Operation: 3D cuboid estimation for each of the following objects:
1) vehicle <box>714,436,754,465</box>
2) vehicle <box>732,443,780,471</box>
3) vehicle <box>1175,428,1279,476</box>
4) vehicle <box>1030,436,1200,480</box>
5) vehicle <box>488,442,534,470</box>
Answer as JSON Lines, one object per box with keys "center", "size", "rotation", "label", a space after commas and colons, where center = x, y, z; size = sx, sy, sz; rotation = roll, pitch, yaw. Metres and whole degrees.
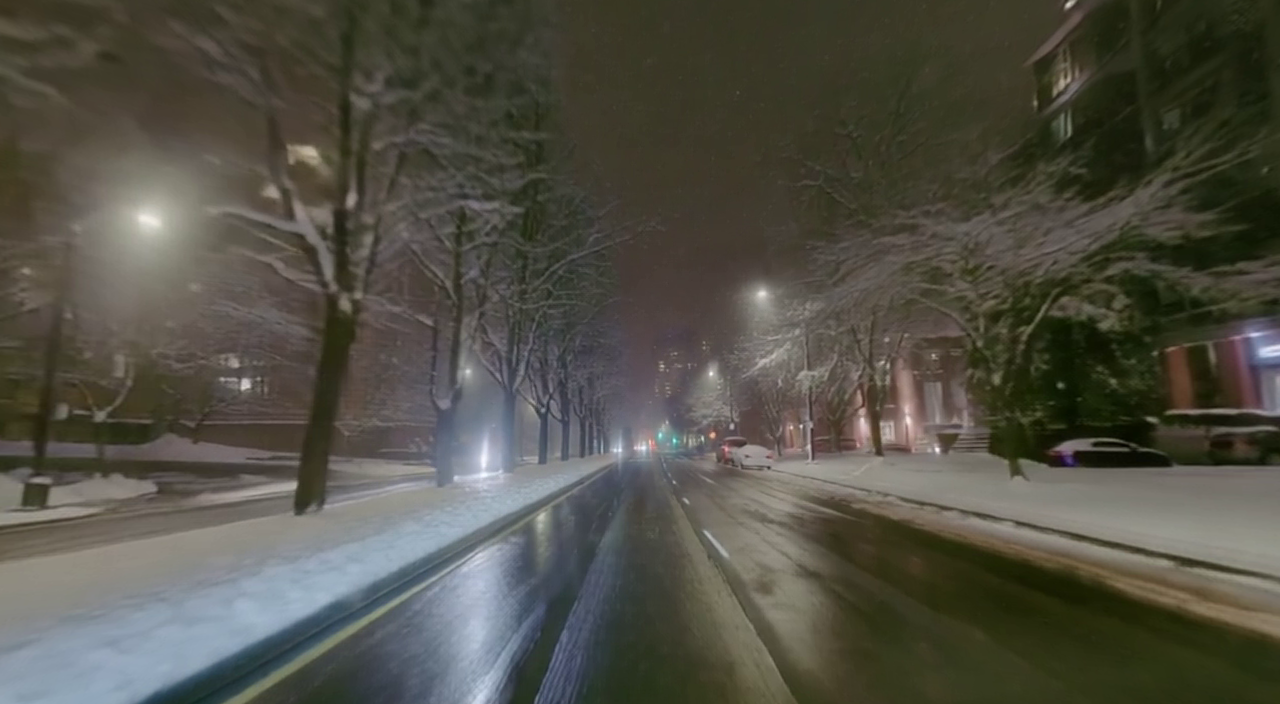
{"center": [6.572, 6.986, 44.778], "size": [2.045, 1.890, 4.876], "rotation": [0, -8, -1], "label": "vehicle"}
{"center": [6.568, 5.985, 36.238], "size": [1.948, 1.511, 4.623], "rotation": [0, -8, 1], "label": "vehicle"}
{"center": [20.981, 3.333, 21.163], "size": [4.333, 1.491, 1.744], "rotation": [-1, -7, 1], "label": "vehicle"}
{"center": [16.055, 3.595, 21.458], "size": [4.276, 1.397, 1.786], "rotation": [0, -8, 1], "label": "vehicle"}
{"center": [-8.031, 6.531, 39.727], "size": [1.982, 1.608, 4.519], "rotation": [0, -8, 0], "label": "vehicle"}
